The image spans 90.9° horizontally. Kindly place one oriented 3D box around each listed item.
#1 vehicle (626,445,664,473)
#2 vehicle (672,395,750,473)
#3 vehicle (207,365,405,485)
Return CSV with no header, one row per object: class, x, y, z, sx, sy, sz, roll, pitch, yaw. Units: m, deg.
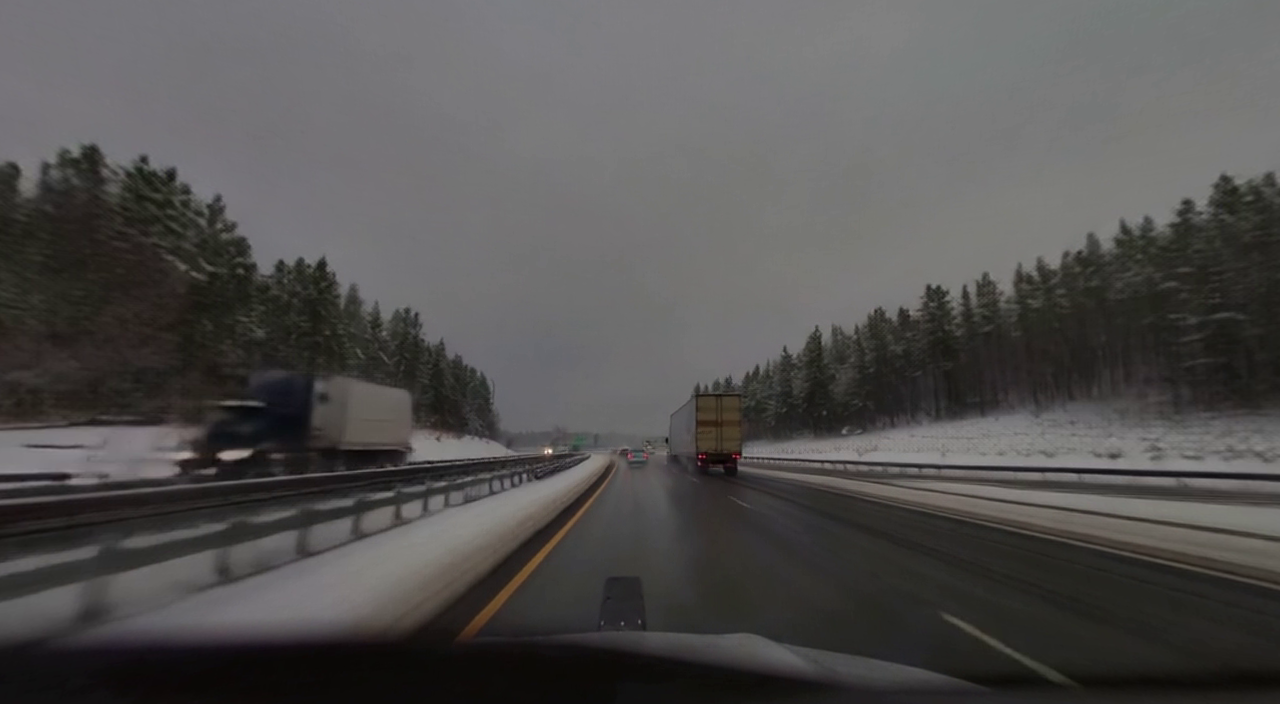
vehicle,0.219,6.268,37.082,2.051,1.513,4.511,0,-9,-1
vehicle,4.093,5.432,40.354,2.883,4.057,14.579,0,-9,-2
vehicle,-12.866,3.138,25.695,2.968,4.011,9.235,0,-9,-1
